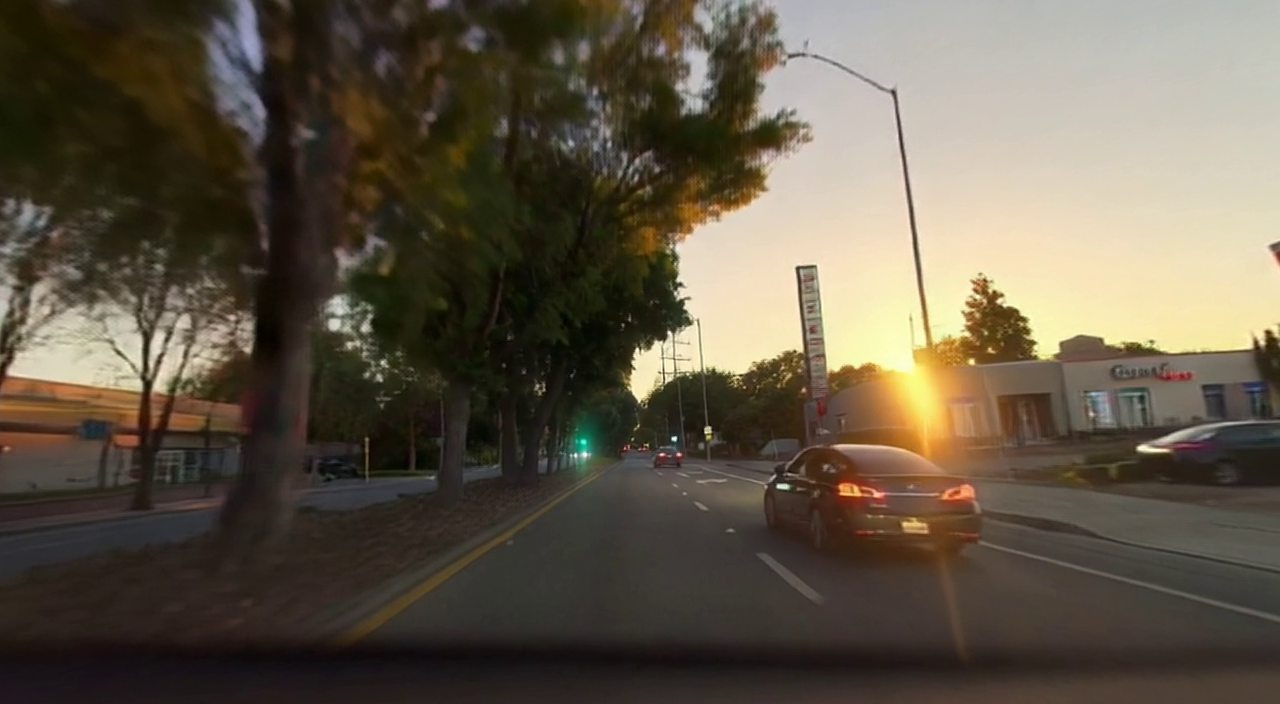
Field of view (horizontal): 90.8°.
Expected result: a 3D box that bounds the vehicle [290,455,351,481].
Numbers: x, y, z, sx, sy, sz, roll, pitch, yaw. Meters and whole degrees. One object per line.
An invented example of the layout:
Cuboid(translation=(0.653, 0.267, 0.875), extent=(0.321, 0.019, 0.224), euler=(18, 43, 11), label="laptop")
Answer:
Cuboid(translation=(-24.607, 8.941, 48.907), extent=(2.082, 1.829, 5.094), euler=(0, -9, -1), label="vehicle")

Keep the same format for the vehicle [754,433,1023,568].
Cuboid(translation=(3.198, 1.995, 9.305), extent=(2.061, 1.475, 4.296), euler=(0, -9, -2), label="vehicle")

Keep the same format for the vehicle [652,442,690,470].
Cuboid(translation=(2.063, 7.157, 43.684), extent=(2.115, 1.840, 4.777), euler=(0, -9, -3), label="vehicle")
